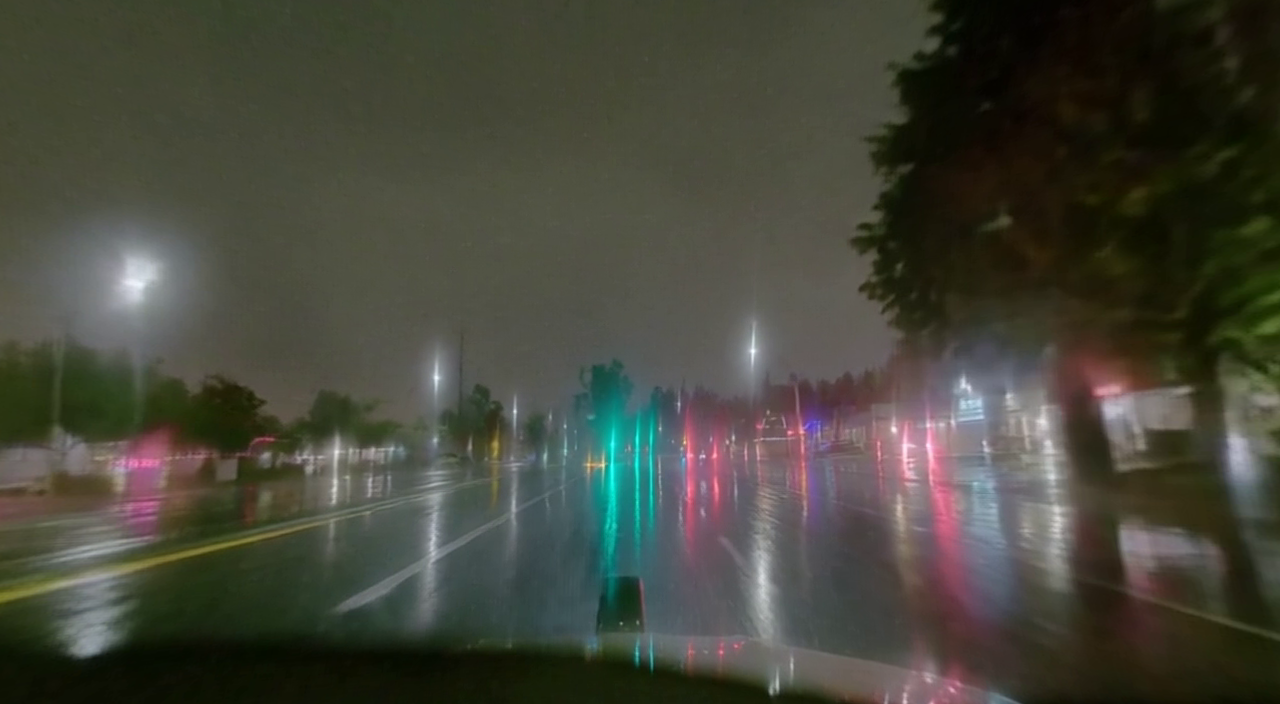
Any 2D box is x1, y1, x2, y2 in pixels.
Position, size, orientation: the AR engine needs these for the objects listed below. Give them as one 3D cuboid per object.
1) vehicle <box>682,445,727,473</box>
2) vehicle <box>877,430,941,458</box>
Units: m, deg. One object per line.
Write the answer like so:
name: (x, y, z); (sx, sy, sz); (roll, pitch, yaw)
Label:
vehicle: (3.426, 5.742, 34.168); (1.929, 1.411, 4.284); (0, -8, -1)
vehicle: (19.912, 6.813, 47.139); (2.247, 1.917, 5.791); (1, -8, 0)
